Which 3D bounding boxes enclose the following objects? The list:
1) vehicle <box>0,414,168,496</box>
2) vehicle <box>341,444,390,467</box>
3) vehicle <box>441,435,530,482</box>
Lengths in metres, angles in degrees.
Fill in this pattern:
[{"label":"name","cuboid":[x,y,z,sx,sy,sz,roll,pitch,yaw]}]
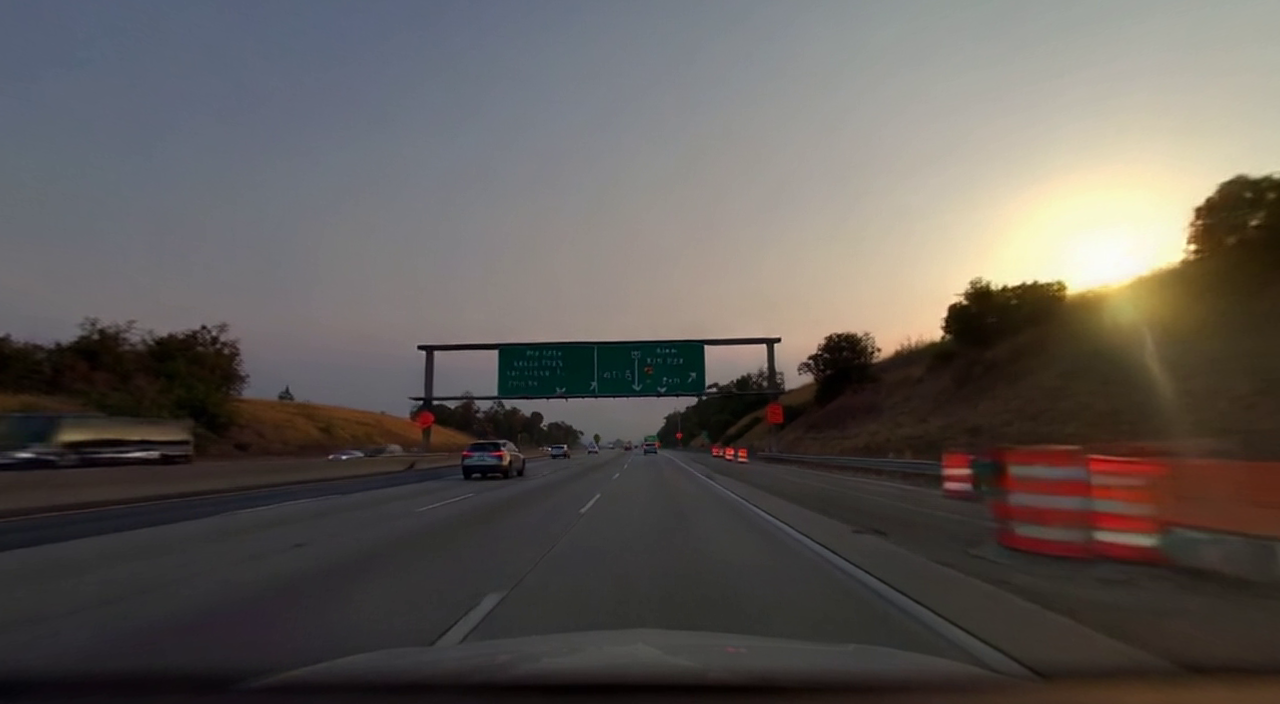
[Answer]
[{"label":"vehicle","cuboid":[-18.530,3.173,19.654,2.592,2.186,6.335,0,-9,1]},{"label":"vehicle","cuboid":[-18.233,6.867,42.009,1.582,1.440,3.554,0,-9,1]},{"label":"vehicle","cuboid":[-6.204,4.339,25.951,2.402,1.733,4.512,0,-9,2]}]
